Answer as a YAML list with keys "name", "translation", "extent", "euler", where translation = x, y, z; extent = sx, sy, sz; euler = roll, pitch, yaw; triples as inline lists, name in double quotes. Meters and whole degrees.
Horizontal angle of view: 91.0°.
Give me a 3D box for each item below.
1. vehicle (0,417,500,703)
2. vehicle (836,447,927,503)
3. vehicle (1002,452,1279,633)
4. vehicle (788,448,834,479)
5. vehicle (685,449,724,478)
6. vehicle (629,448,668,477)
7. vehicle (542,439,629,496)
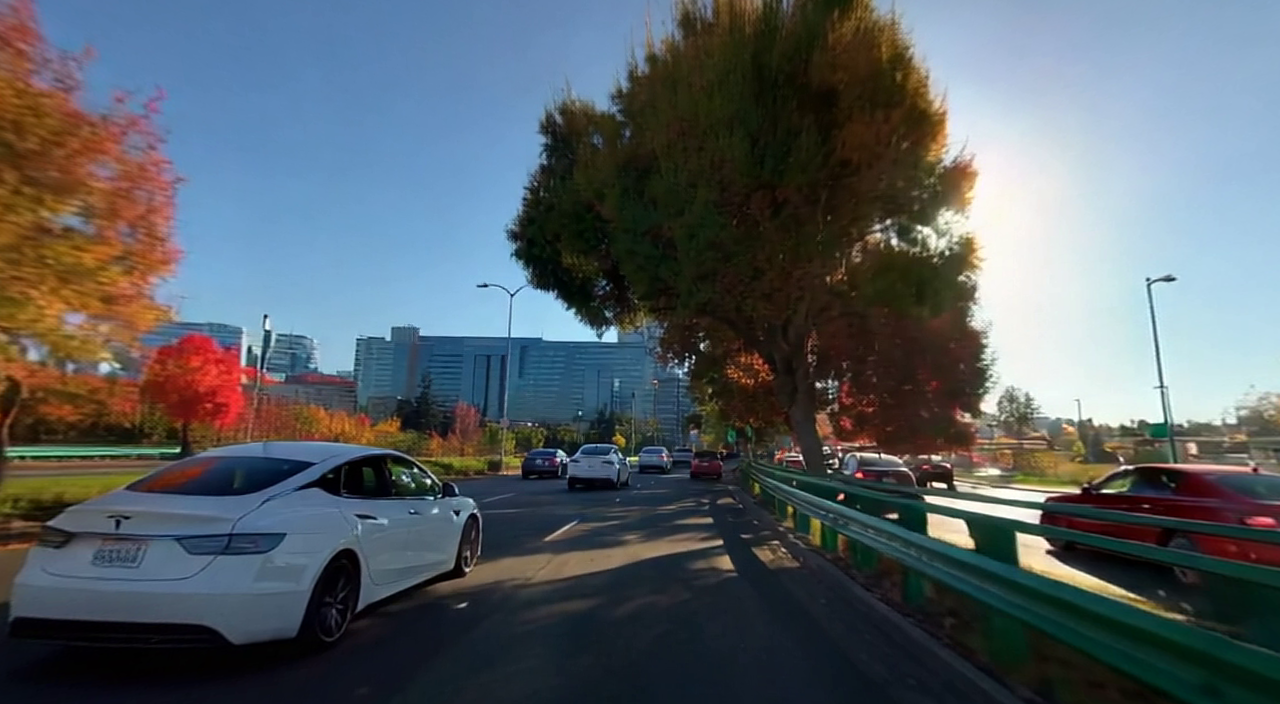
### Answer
- name: "vehicle"
  translation: [-2.847, 1.448, 5.647]
  extent: [1.921, 1.503, 4.317]
  euler: [0, -9, 4]
- name: "vehicle"
  translation: [7.848, 3.997, 20.889]
  extent: [1.768, 1.634, 4.064]
  euler: [0, -9, 6]
- name: "vehicle"
  translation: [6.548, 1.976, 7.480]
  extent: [1.869, 1.516, 4.753]
  euler: [0, -9, 3]
- name: "vehicle"
  translation: [9.796, 6.366, 36.272]
  extent: [1.890, 1.610, 4.045]
  euler: [0, -9, 6]
- name: "vehicle"
  translation: [3.703, 6.282, 35.689]
  extent: [2.015, 1.506, 4.276]
  euler: [-1, -9, 8]
- name: "vehicle"
  translation: [0.611, 6.789, 39.033]
  extent: [1.930, 1.635, 4.260]
  euler: [-1, -9, 7]
- name: "vehicle"
  translation: [-1.673, 3.804, 21.091]
  extent: [1.979, 1.663, 4.513]
  euler: [-1, -9, 7]
